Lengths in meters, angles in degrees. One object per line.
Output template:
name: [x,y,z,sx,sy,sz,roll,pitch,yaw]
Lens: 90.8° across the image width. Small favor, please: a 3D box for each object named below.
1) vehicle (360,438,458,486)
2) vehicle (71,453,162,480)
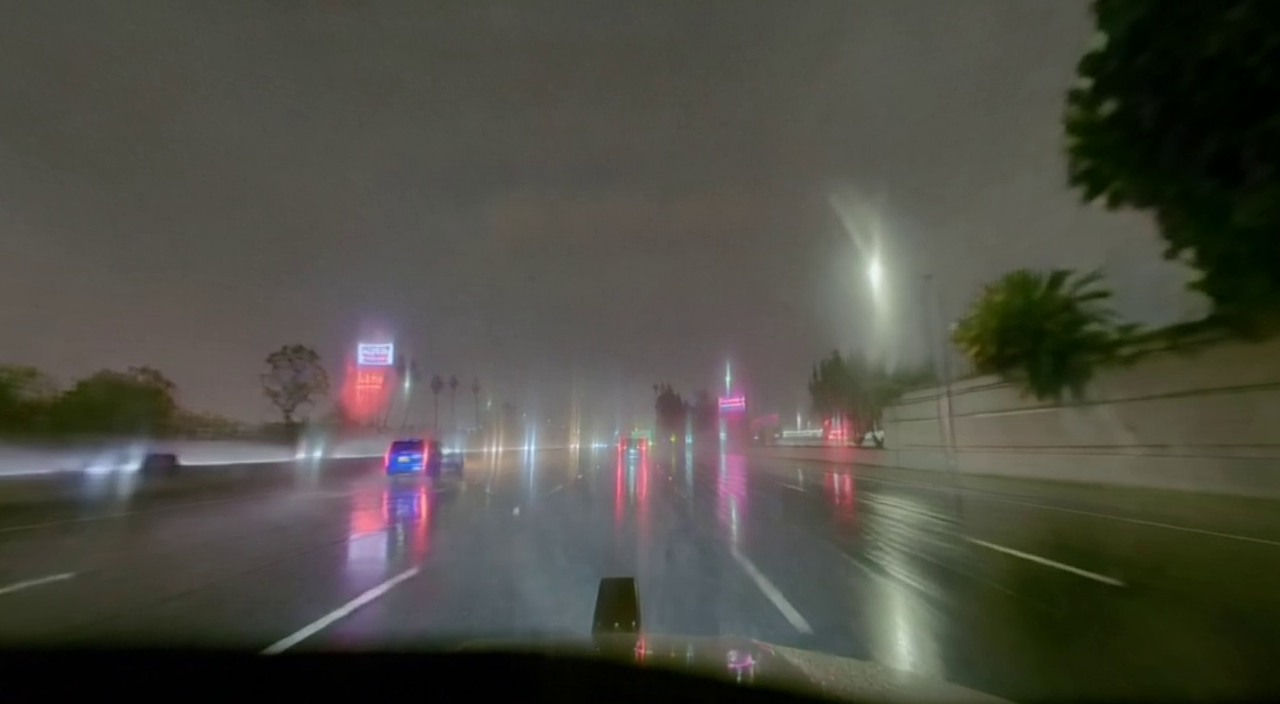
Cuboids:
vehicle: [-8.393,4.030,23.441,1.971,1.552,4.465,0,-9,0]
vehicle: [-30.076,6.585,36.453,1.852,1.420,3.963,0,-9,-1]
